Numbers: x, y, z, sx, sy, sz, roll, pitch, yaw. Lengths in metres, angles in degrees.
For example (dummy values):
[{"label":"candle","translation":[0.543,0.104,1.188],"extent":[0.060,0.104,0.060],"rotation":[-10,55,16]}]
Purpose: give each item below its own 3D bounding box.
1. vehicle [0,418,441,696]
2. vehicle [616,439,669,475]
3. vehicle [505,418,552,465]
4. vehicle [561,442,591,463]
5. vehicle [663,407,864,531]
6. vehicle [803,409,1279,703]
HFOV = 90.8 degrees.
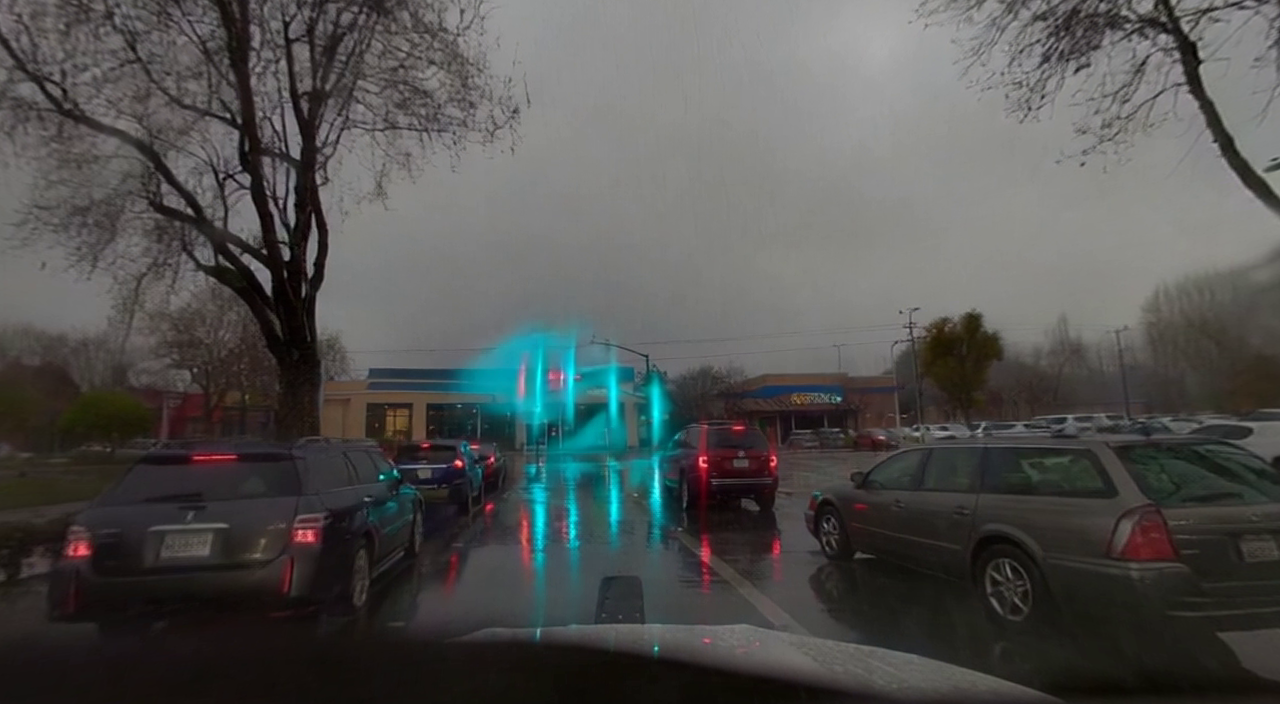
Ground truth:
[{"label":"vehicle","translation":[-3.036,1.460,5.824],"extent":[1.968,1.497,4.286],"rotation":[2,-9,-14]},{"label":"vehicle","translation":[0.017,4.806,29.135],"extent":[1.910,1.493,4.490],"rotation":[1,-8,-6]},{"label":"vehicle","translation":[-8.378,6.873,48.306],"extent":[2.820,3.263,7.986],"rotation":[1,-8,-5]},{"label":"vehicle","translation":[-4.726,7.389,46.495],"extent":[2.095,1.473,4.301],"rotation":[1,-8,-6]},{"label":"vehicle","translation":[2.050,2.243,12.769],"extent":[2.324,1.907,5.634],"rotation":[1,-8,-7]},{"label":"vehicle","translation":[3.240,1.387,5.533],"extent":[1.904,1.494,4.864],"rotation":[1,-8,-6]}]
